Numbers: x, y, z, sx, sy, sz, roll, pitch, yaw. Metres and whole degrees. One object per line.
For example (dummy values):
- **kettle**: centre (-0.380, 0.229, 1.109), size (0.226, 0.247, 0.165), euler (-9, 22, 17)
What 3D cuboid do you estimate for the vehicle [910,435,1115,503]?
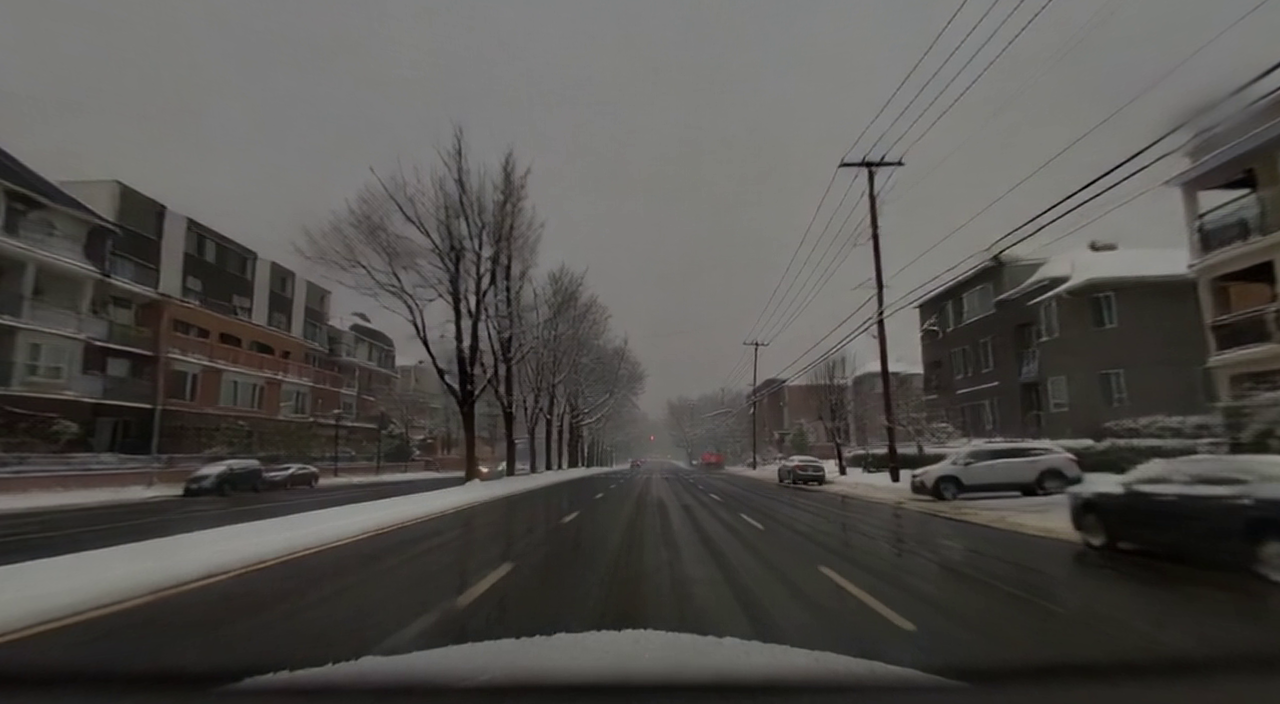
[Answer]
- **vehicle**: centre (9.922, 3.145, 17.123), size (4.194, 1.682, 2.061), euler (-1, -8, 2)

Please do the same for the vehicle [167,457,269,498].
- **vehicle**: centre (-21.686, 6.438, 32.688), size (1.895, 1.798, 4.703), euler (-1, -8, 2)

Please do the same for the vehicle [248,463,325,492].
- **vehicle**: centre (-21.606, 7.657, 38.800), size (1.906, 1.487, 4.773), euler (-1, -8, 1)

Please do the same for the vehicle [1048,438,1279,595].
- **vehicle**: centre (7.143, 1.760, 7.324), size (1.927, 1.494, 4.362), euler (0, -8, 1)

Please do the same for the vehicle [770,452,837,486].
- **vehicle**: centre (7.805, 5.595, 30.489), size (1.986, 1.467, 4.412), euler (0, -8, -1)
